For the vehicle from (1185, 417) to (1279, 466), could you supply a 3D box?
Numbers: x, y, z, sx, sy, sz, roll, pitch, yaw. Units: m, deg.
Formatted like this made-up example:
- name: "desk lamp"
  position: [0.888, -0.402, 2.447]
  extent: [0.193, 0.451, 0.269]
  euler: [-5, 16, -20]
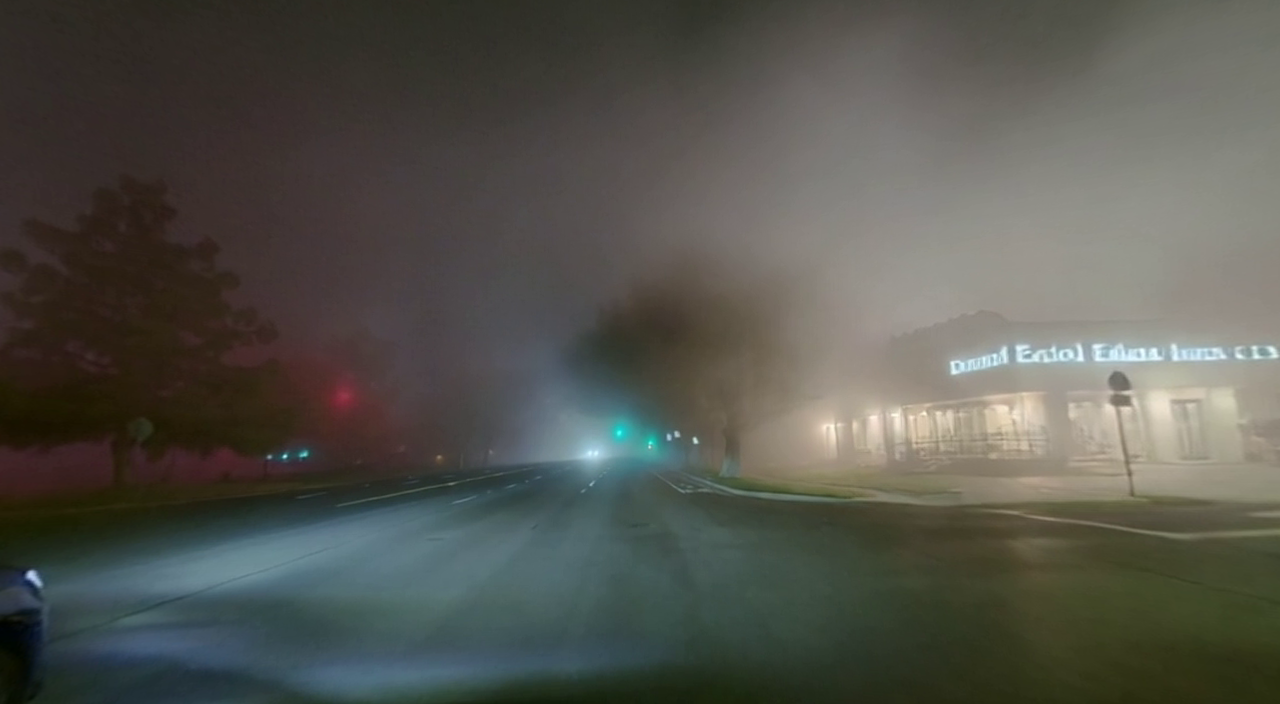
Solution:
- name: "vehicle"
  position: [21.946, 3.095, 21.660]
  extent: [2.028, 1.584, 4.971]
  euler: [0, -9, 0]
